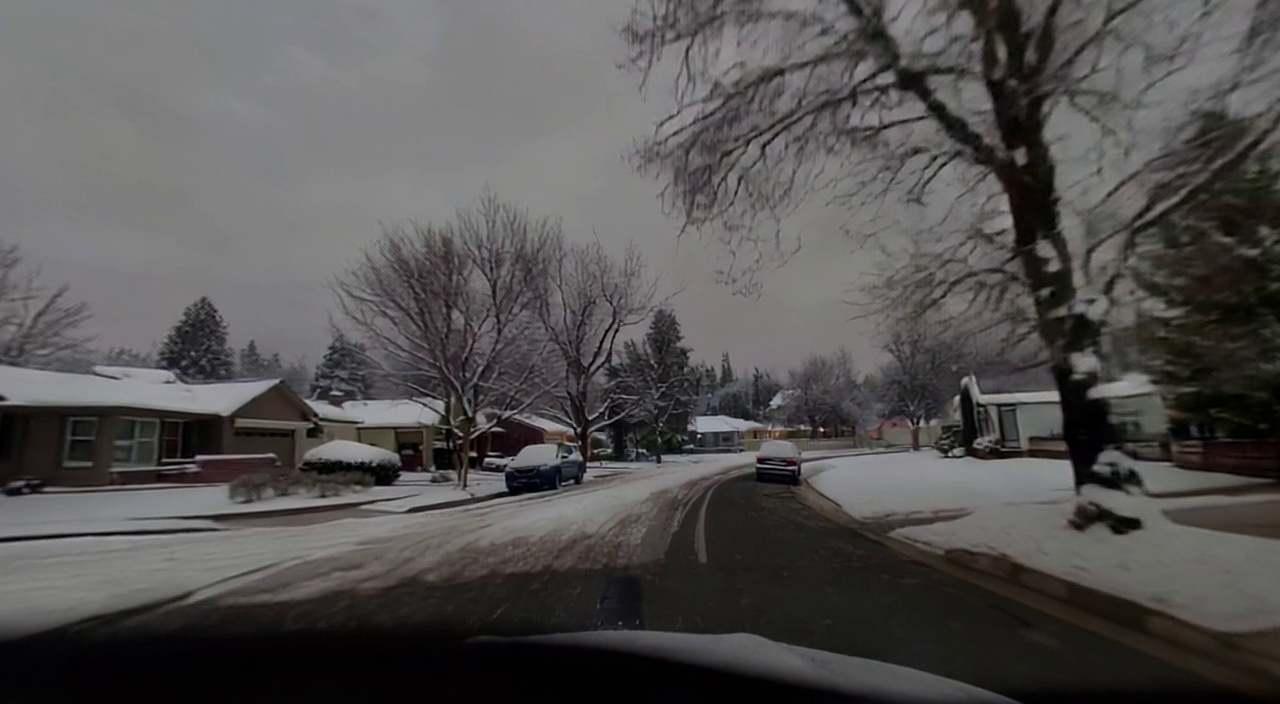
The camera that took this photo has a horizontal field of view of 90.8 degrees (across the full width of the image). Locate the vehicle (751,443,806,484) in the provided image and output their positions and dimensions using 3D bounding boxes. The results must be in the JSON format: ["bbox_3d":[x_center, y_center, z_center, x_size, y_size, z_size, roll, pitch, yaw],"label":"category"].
[{"bbox_3d":[6.232,4.890,28.062,2.075,1.657,4.648,-2,-9,15],"label":"vehicle"}]

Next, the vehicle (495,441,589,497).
[{"bbox_3d":[-3.540,4.313,23.778,2.041,1.762,4.508,-4,-8,11],"label":"vehicle"}]
